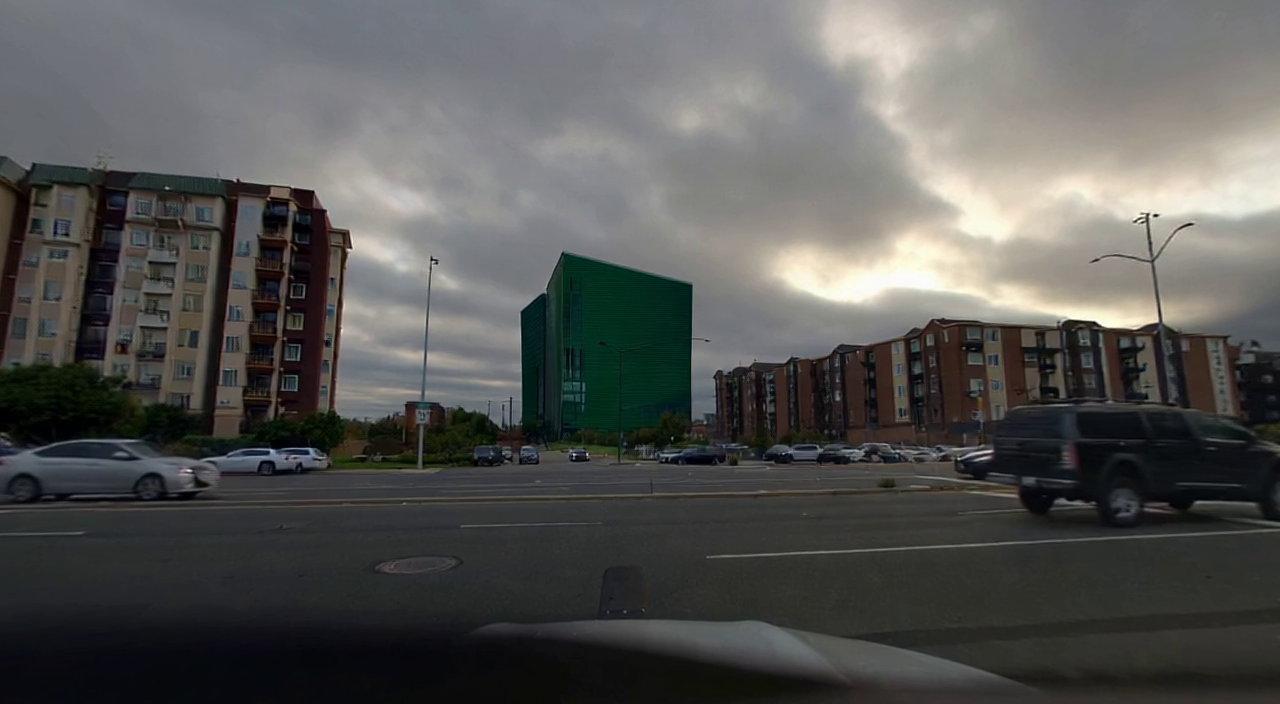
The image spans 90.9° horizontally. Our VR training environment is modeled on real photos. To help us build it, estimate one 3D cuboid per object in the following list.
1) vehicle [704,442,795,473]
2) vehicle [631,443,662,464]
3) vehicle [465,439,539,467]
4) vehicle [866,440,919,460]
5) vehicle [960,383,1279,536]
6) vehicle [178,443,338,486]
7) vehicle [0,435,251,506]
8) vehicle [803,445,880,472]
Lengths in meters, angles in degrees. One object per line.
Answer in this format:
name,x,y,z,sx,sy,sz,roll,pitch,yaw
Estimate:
vehicle,6.678,6.474,38.733,5.127,1.803,2.011,1,-9,-9
vehicle,0.434,7.580,47.135,1.845,1.509,3.855,1,-9,-6
vehicle,-10.171,7.459,46.568,4.920,1.956,1.865,-2,-9,14
vehicle,19.808,7.738,49.643,2.133,1.494,4.108,1,-8,-5
vehicle,8.236,1.678,10.175,4.885,2.081,2.342,1,-9,-9
vehicle,-13.697,4.035,22.883,4.513,1.451,1.853,1,-9,-8
vehicle,-12.044,2.654,14.441,4.818,1.470,1.989,1,-9,-8
vehicle,12.764,6.730,39.960,4.215,1.575,1.884,2,-9,-11
